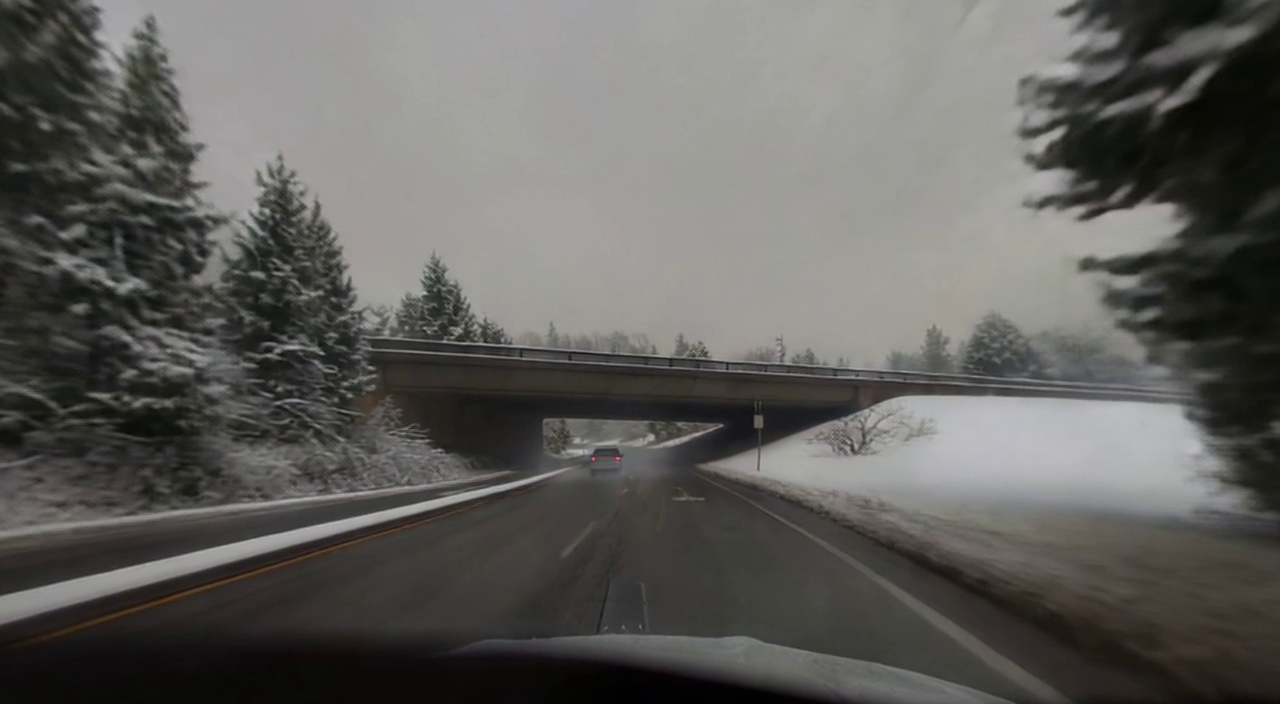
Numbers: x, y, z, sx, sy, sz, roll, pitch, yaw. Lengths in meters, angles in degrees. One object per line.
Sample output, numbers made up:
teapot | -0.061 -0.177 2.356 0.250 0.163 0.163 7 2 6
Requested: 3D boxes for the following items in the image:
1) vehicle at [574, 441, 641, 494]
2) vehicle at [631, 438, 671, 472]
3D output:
vehicle | -1.062 3.827 21.183 2.037 1.601 3.643 0 -9 -2
vehicle | 0.658 6.634 40.709 2.273 2.010 4.396 0 -9 -3
